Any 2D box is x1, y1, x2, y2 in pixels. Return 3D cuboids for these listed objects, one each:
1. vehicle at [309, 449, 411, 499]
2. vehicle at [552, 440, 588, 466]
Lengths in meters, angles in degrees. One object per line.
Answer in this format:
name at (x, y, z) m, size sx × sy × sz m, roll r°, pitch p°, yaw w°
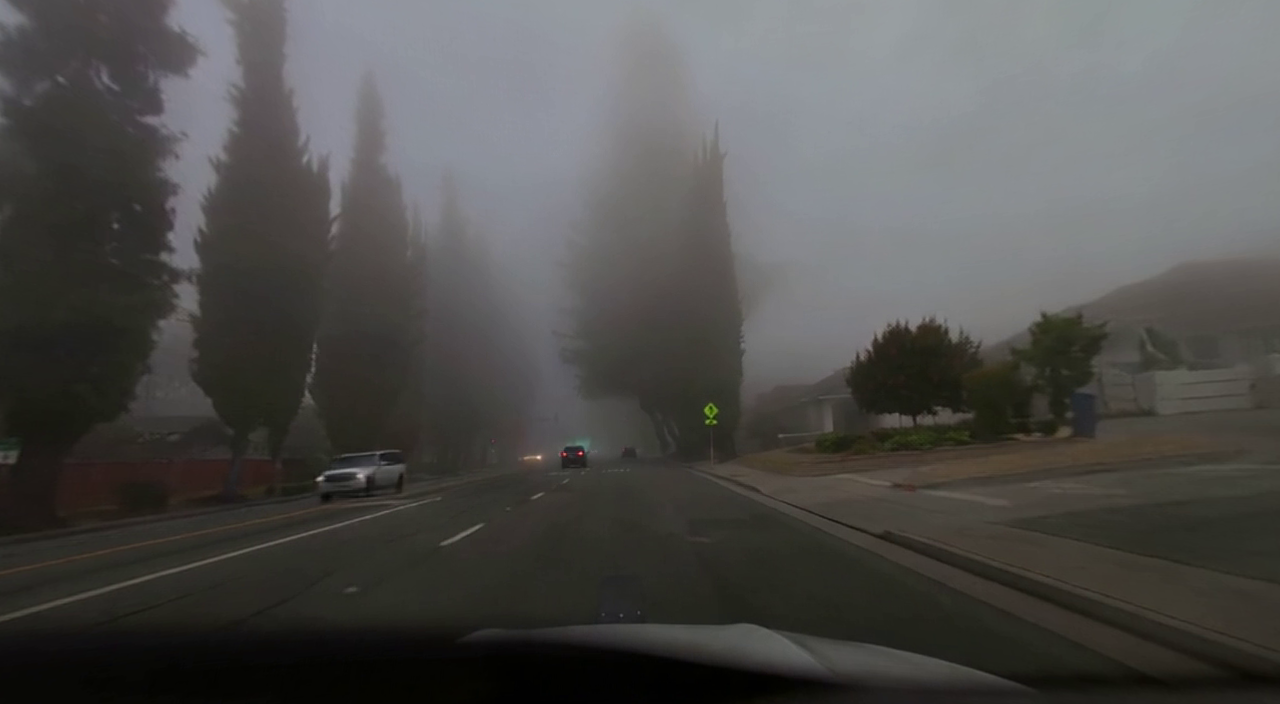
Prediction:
vehicle at (-11.079, 4.822, 25.385) m, size 2.121 × 1.769 × 4.359 m, roll 0°, pitch -8°, yaw -1°
vehicle at (-4.877, 7.123, 44.661) m, size 2.065 × 1.714 × 4.272 m, roll 0°, pitch -8°, yaw 0°
